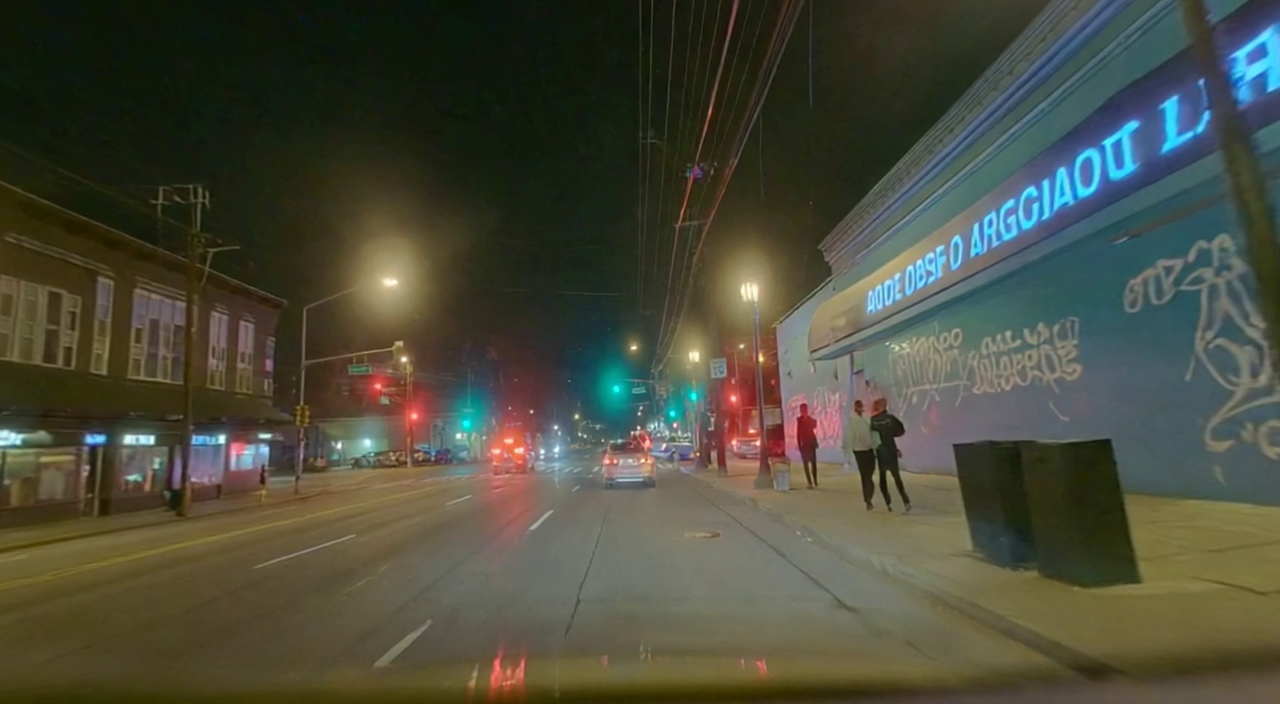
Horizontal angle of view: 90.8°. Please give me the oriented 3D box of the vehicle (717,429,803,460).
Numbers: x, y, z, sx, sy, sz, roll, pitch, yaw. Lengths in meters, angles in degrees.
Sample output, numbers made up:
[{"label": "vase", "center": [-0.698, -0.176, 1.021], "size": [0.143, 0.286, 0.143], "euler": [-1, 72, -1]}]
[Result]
[{"label": "vehicle", "center": [7.230, 5.575, 38.270], "size": [4.714, 1.686, 1.973], "euler": [0, -5, -6]}]

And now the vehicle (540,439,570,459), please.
[{"label": "vehicle", "center": [-6.384, 7.326, 47.753], "size": [2.097, 1.457, 4.439], "euler": [1, -8, -6]}]

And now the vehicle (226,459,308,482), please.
[{"label": "vehicle", "center": [-26.085, 8.261, 44.285], "size": [4.479, 1.484, 2.036], "euler": [0, -8, 3]}]

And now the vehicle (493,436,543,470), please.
[{"label": "vehicle", "center": [-6.709, 5.614, 35.298], "size": [2.063, 1.751, 4.229], "euler": [0, -8, -2]}]

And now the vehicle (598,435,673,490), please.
[{"label": "vehicle", "center": [-0.201, 3.380, 19.660], "size": [2.059, 1.497, 4.260], "euler": [0, -8, -2]}]
